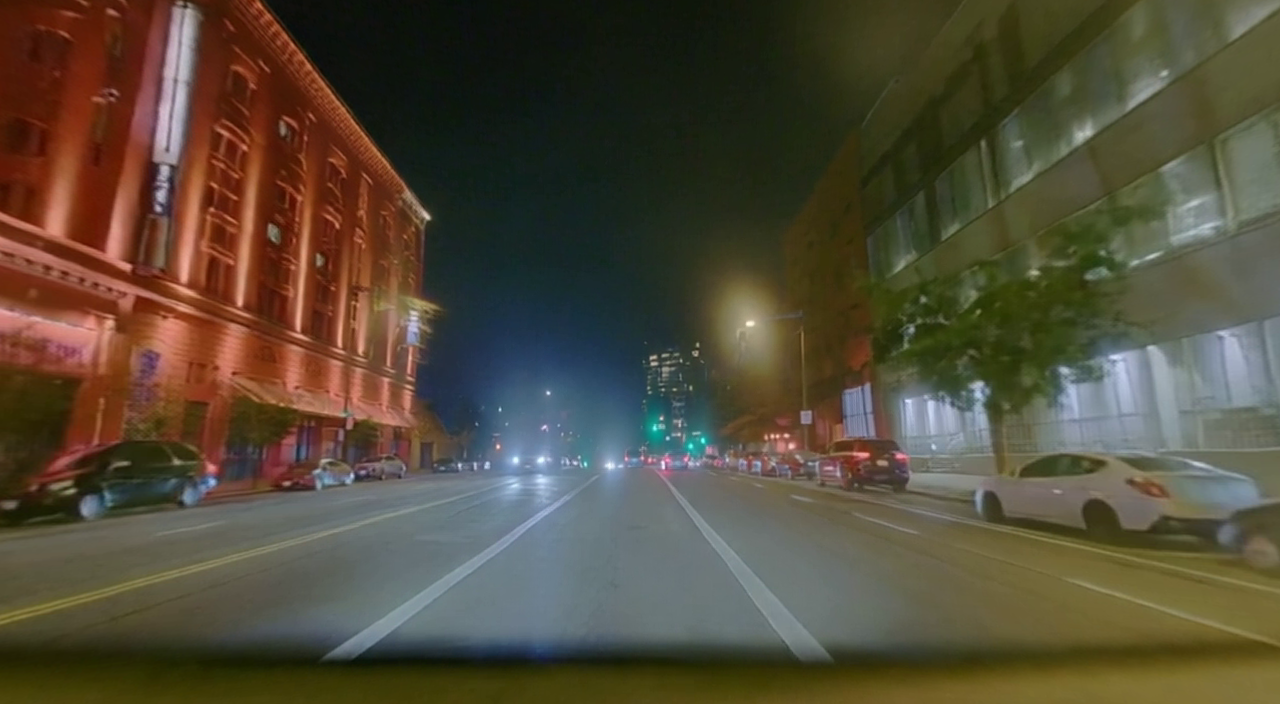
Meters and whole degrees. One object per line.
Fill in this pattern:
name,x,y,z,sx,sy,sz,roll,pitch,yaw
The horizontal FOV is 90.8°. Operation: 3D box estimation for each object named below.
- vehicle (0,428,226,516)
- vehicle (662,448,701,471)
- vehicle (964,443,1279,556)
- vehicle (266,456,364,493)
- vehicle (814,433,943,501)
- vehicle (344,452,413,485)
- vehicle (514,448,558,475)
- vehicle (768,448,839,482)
vehicle,-14.327,3.338,17.343,2.330,2.013,5.310,0,-12,-1
vehicle,2.742,7.297,43.179,2.238,1.499,4.964,0,-8,-1
vehicle,7.863,2.376,10.941,2.018,1.489,4.620,-1,-9,0
vehicle,-14.990,5.665,29.487,1.953,1.456,4.690,0,-8,2
vehicle,7.897,3.867,21.618,2.305,1.984,5.002,-1,-9,-1
vehicle,-15.128,6.727,36.820,2.063,1.735,4.317,0,-8,1
vehicle,-6.532,6.891,40.039,2.048,1.615,4.453,0,-9,0
vehicle,7.847,5.480,30.860,2.030,1.444,4.832,-1,-9,-2
